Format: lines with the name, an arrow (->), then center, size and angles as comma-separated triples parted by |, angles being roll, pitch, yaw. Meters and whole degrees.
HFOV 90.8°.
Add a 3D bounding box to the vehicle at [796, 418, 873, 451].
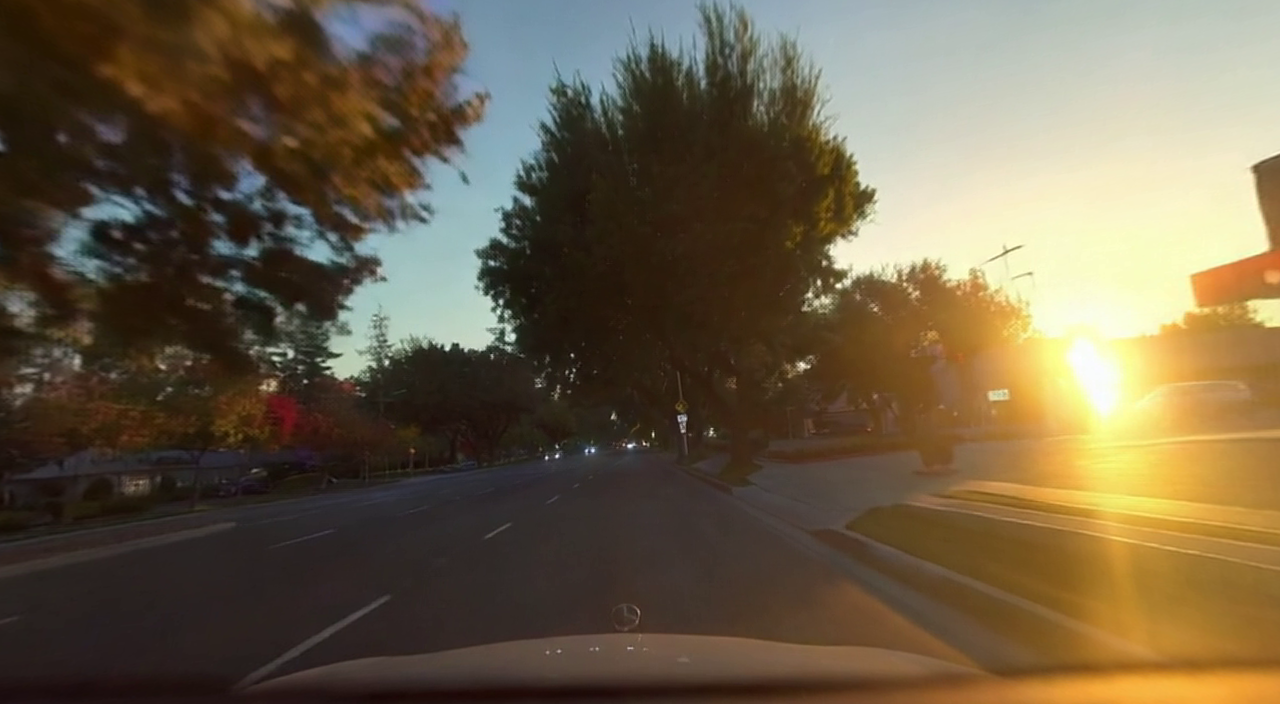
vehicle -> 12.620, 5.437, 41.425 | 1.939, 1.753, 4.974 | 3, -13, -23
